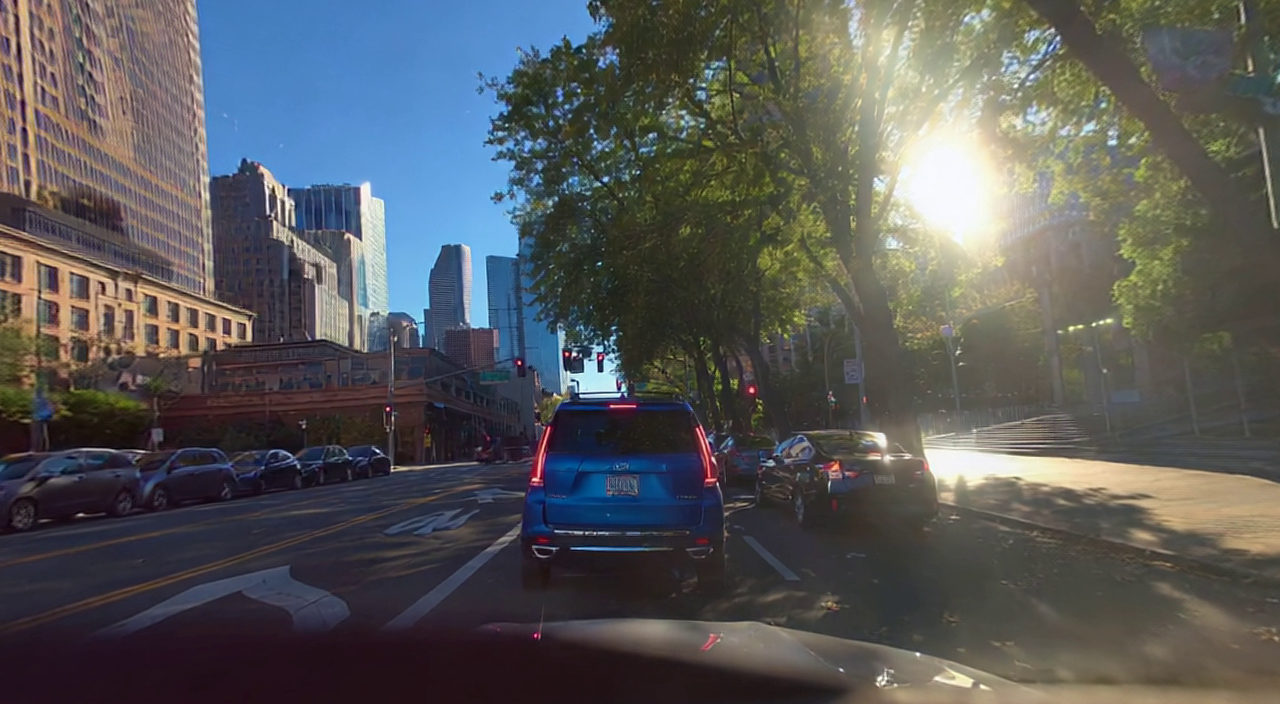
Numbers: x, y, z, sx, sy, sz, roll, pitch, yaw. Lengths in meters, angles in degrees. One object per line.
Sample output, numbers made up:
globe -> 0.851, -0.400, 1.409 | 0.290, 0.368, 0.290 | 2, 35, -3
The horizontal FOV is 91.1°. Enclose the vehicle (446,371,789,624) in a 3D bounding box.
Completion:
vehicle -> -0.159, 1.358, 6.748 | 2.453, 1.816, 4.300 | 0, -8, 0

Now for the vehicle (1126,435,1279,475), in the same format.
vehicle -> 22.157, 4.049, 24.963 | 4.055, 1.469, 1.848 | -4, -9, 25

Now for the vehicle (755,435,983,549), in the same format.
vehicle -> 3.288, 2.083, 10.072 | 2.056, 1.422, 4.130 | 0, -8, -1

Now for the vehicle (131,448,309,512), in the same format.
vehicle -> -12.463, 3.778, 19.123 | 2.207, 1.648, 4.675 | 0, -8, -1

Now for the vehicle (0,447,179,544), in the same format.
vehicle -> -12.541, 2.920, 13.448 | 1.891, 1.723, 4.360 | 0, -8, 1
